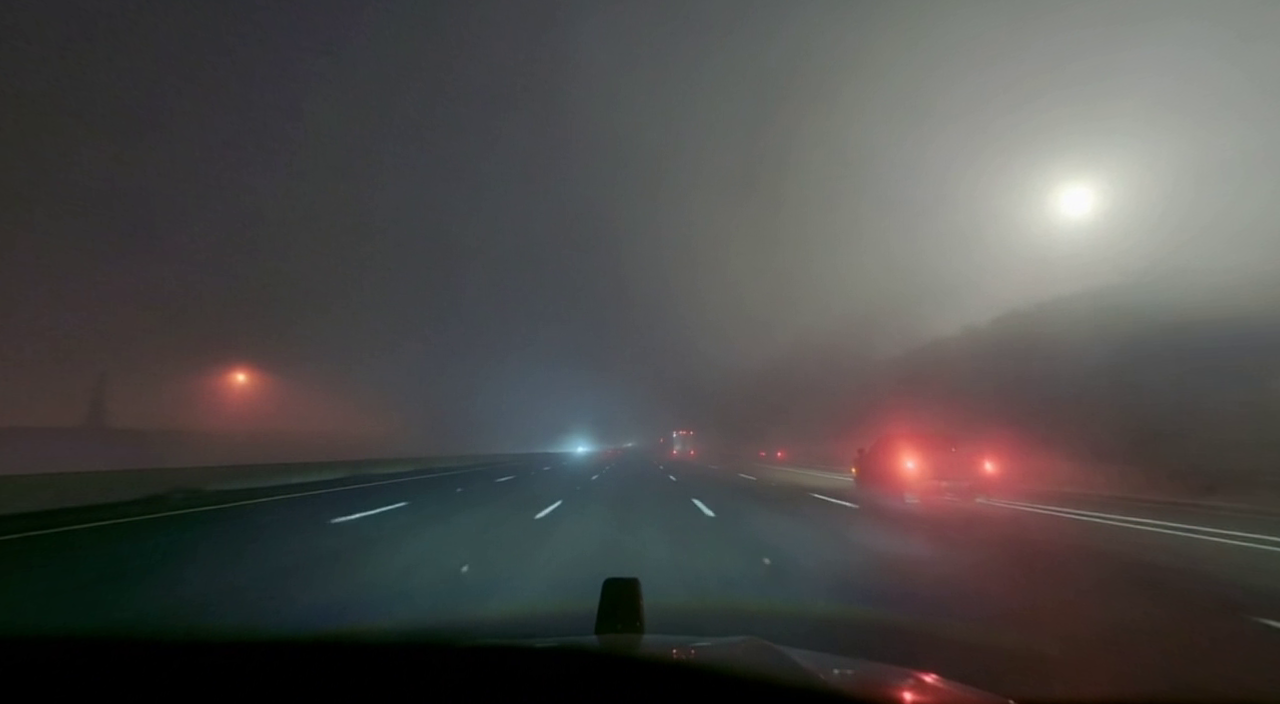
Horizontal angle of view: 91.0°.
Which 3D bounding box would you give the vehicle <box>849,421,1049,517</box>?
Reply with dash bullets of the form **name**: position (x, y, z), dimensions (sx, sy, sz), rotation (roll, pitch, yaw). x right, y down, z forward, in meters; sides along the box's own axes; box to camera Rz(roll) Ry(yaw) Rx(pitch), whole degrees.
- **vehicle**: position (6.558, 2.547, 14.149), dimensions (2.096, 1.767, 4.601), rotation (0, -9, -1)
